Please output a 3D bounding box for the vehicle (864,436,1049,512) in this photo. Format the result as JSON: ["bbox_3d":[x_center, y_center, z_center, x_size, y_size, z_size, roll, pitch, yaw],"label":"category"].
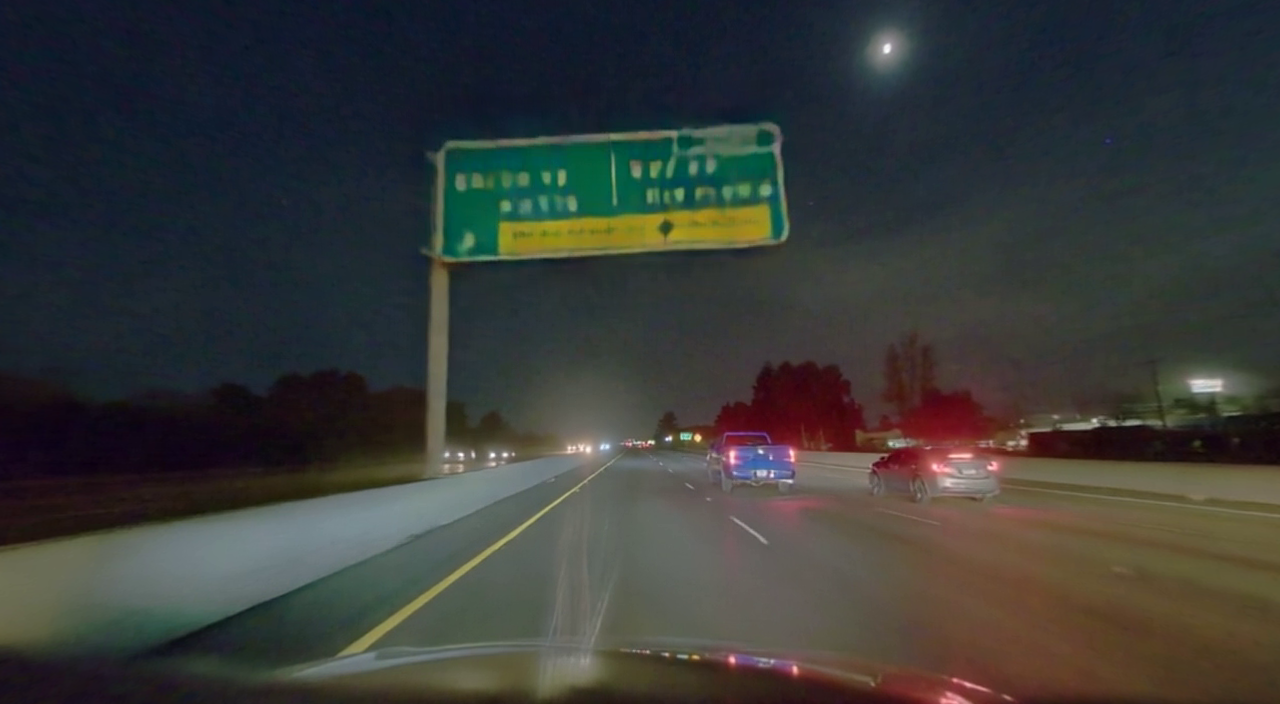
[{"bbox_3d":[6.866,2.674,14.303,2.009,1.456,4.097,0,-9,-1],"label":"vehicle"}]

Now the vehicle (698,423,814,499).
[{"bbox_3d":[3.027,3.000,17.786,2.258,1.824,4.908,0,-9,-1],"label":"vehicle"}]
